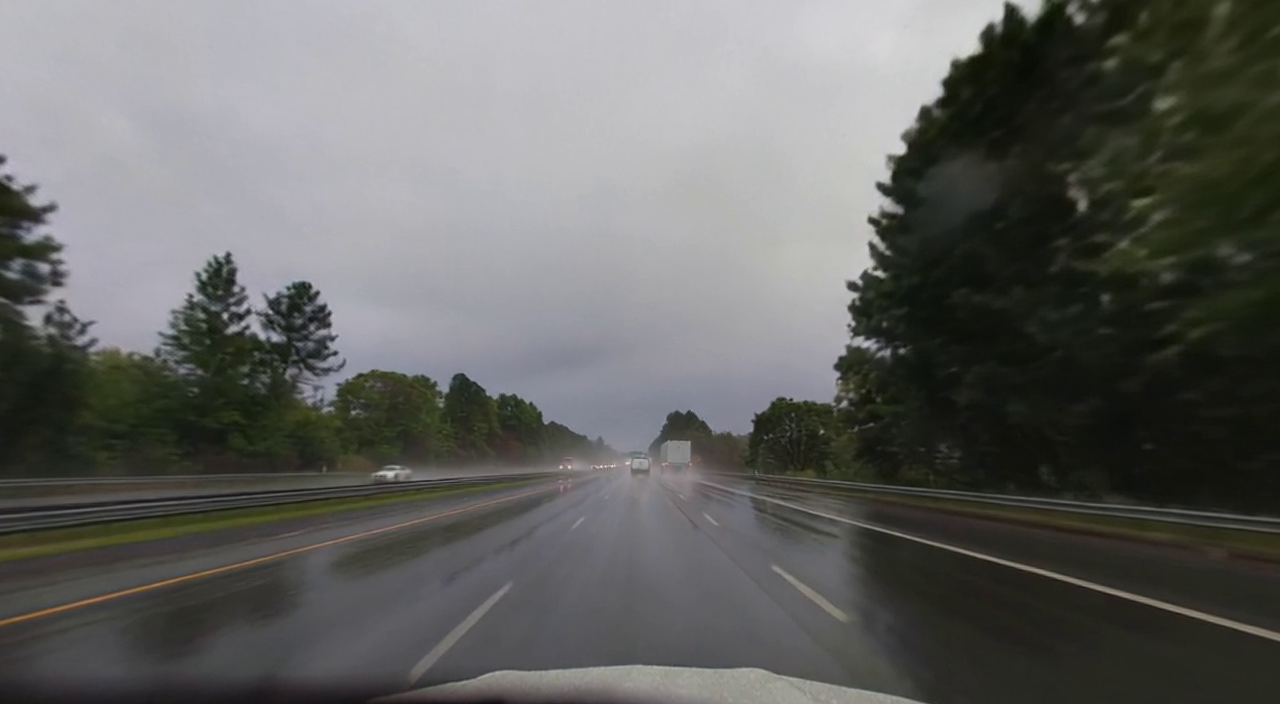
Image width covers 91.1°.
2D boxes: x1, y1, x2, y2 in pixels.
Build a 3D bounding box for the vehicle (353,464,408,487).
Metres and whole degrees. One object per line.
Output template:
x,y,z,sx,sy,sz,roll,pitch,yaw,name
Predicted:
-17.989,8.576,43.769,1.838,1.452,4.522,1,-10,0,vehicle
